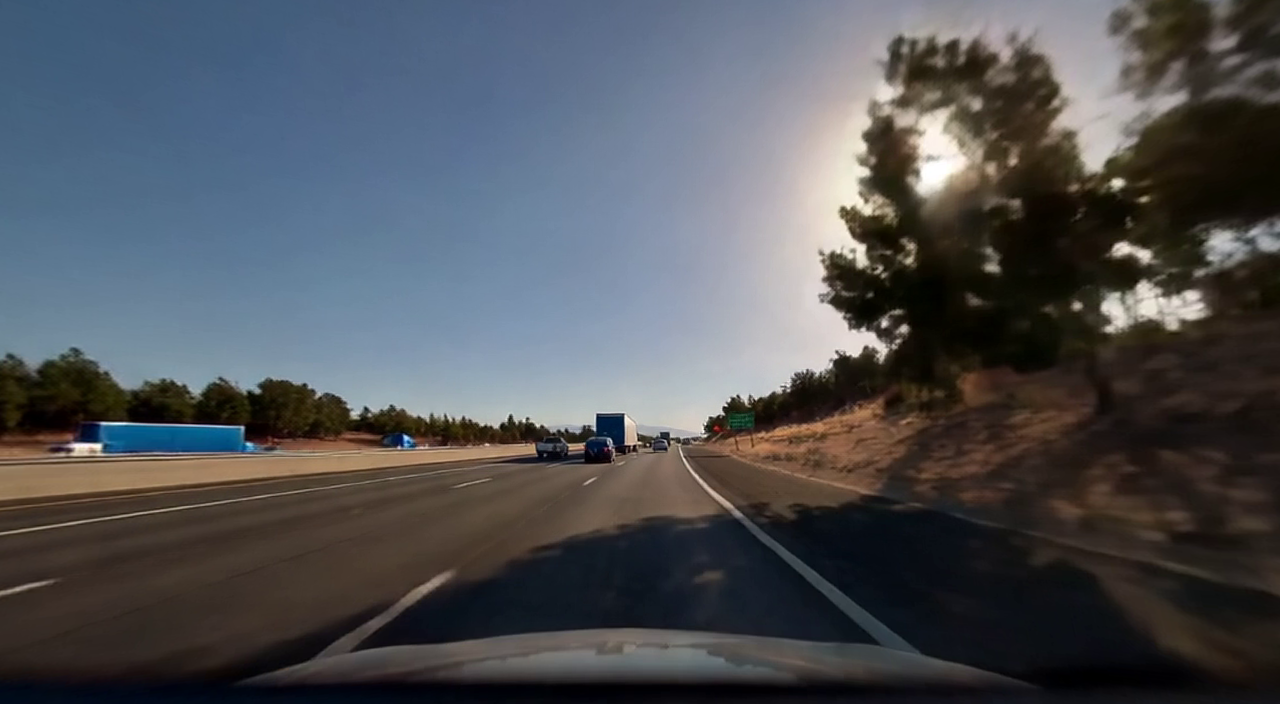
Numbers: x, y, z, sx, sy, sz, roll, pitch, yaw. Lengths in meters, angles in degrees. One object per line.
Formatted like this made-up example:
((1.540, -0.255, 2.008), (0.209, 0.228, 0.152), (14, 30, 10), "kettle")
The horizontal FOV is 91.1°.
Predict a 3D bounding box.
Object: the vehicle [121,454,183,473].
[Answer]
((-36.557, 8.336, 47.147), (1.550, 1.275, 3.866), (-1, -8, 0), "vehicle")

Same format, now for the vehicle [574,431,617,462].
((-2.622, 5.719, 37.892), (2.194, 1.766, 3.720), (0, -8, 2), "vehicle")

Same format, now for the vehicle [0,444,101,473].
((-40.853, 7.298, 43.335), (2.024, 1.820, 5.703), (0, -8, 2), "vehicle")

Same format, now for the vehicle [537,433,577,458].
((-6.027, 6.883, 46.058), (2.078, 1.729, 4.722), (0, -8, 3), "vehicle")
